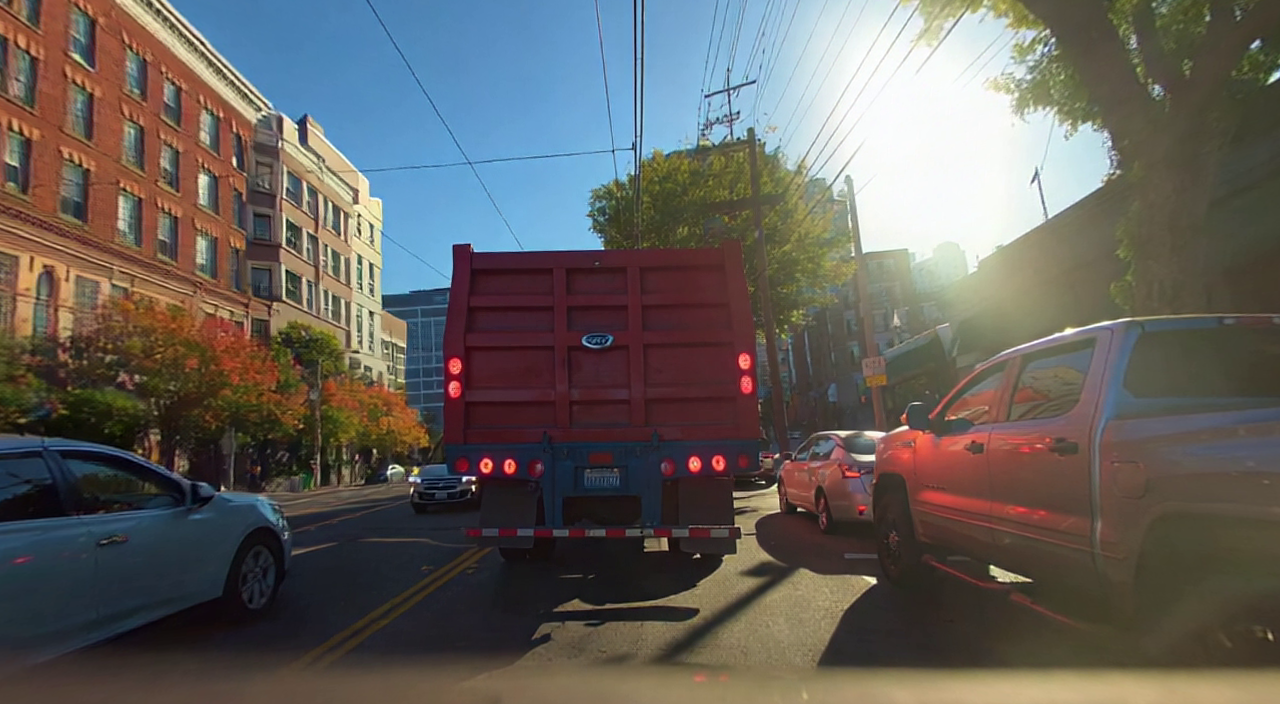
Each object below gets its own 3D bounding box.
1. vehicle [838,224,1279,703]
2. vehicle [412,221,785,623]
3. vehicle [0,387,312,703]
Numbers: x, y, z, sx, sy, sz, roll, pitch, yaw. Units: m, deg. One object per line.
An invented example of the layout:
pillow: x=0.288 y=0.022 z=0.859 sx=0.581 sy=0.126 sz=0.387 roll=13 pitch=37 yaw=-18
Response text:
vehicle: x=3.238 y=0.847 z=3.858 sx=2.242 sy=1.979 sz=5.722 roll=0 pitch=-8 yaw=1
vehicle: x=-0.221 y=1.101 z=9.177 sx=2.878 sy=3.204 sz=8.244 roll=0 pitch=-8 yaw=2
vehicle: x=-4.116 y=1.095 z=3.662 sx=1.988 sy=1.657 sz=4.492 roll=0 pitch=-8 yaw=0
